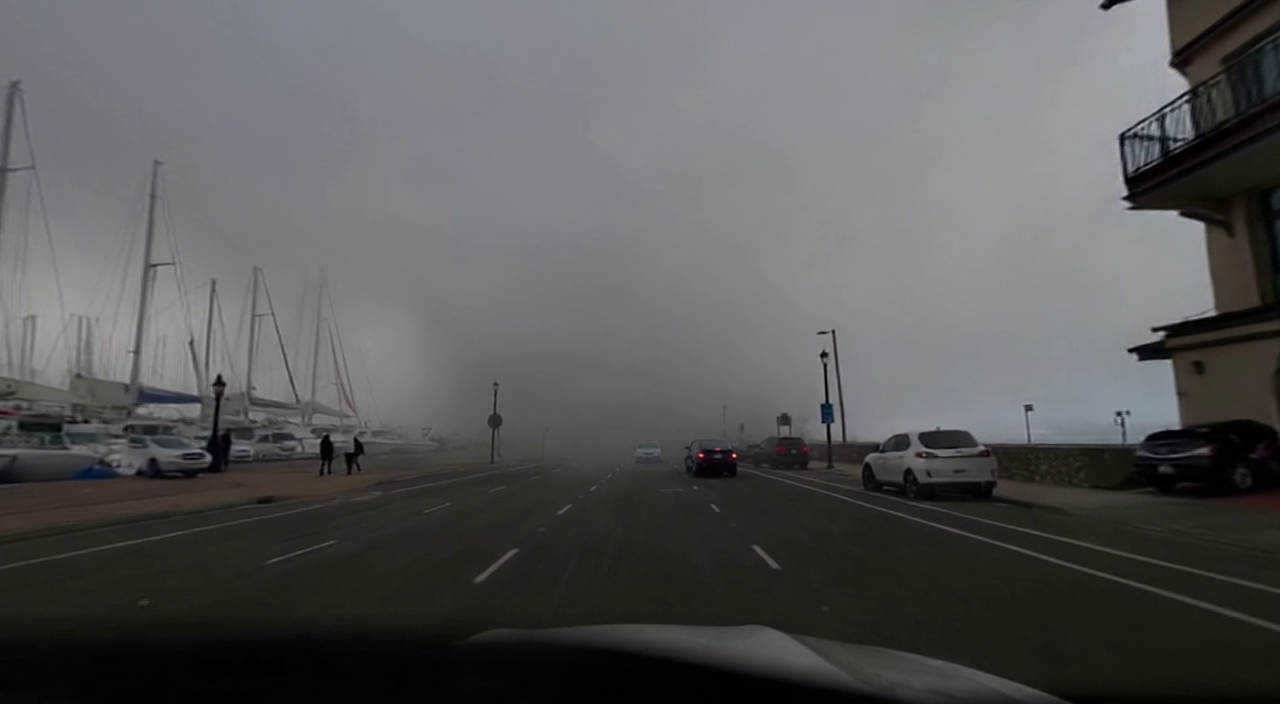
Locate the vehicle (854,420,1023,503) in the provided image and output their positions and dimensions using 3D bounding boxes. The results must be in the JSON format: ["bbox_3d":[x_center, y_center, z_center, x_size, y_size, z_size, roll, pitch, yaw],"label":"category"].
[{"bbox_3d":[7.867,2.947,17.331,2.056,1.896,5.062,0,-9,-1],"label":"vehicle"}]

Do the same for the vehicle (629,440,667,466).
[{"bbox_3d":[0.493,6.422,40.204,2.284,1.496,3.949,0,-9,1],"label":"vehicle"}]

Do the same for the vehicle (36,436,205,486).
[{"bbox_3d":[-18.055,3.797,22.274,1.840,1.522,4.695,-1,-9,2],"label":"vehicle"}]

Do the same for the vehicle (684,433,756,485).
[{"bbox_3d":[2.749,3.770,22.471,2.047,1.640,4.051,0,-9,0],"label":"vehicle"}]

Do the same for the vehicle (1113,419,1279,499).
[{"bbox_3d":[14.551,2.554,15.386,4.406,1.783,2.020,0,-8,-3],"label":"vehicle"}]

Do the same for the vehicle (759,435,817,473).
[{"bbox_3d":[7.908,5.506,34.196,1.969,1.852,4.514,0,-9,-1],"label":"vehicle"}]
